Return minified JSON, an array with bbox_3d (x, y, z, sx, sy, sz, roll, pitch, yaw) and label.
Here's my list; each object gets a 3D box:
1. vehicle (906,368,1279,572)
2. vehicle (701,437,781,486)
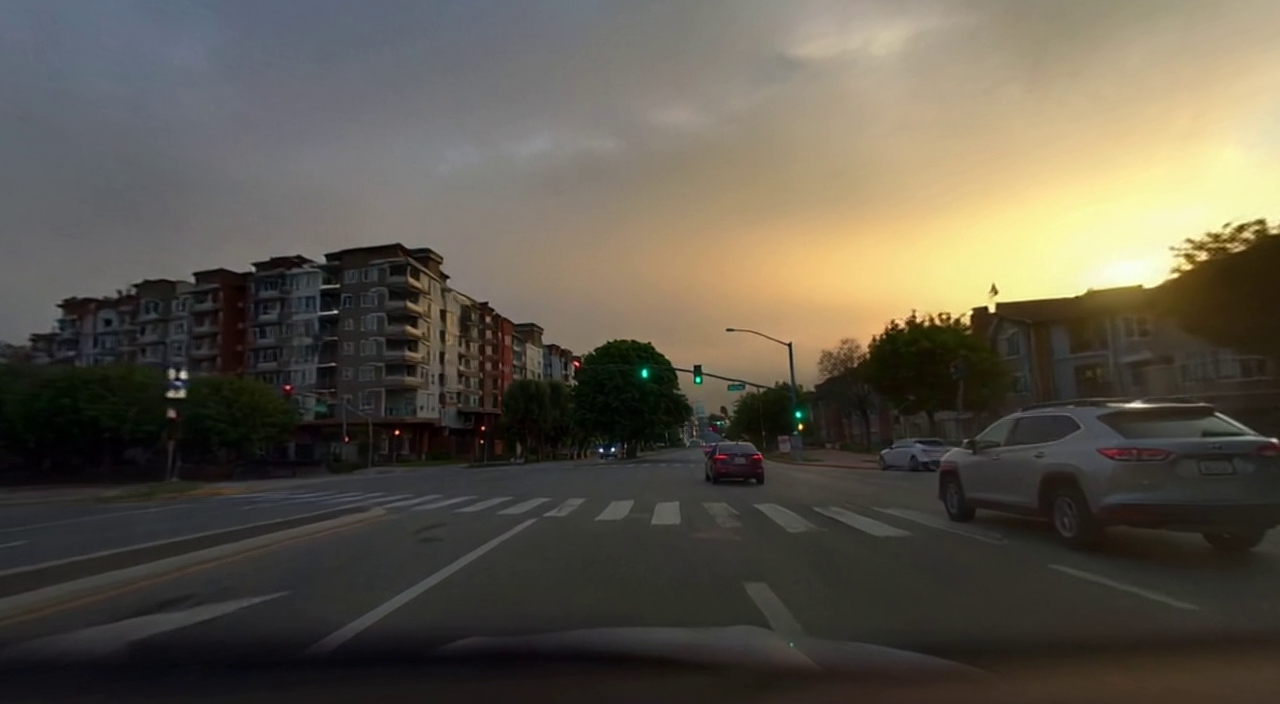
[{"bbox_3d":[6.331,1.591,9.173,2.427,2.017,5.763,0,-9,0],"label":"vehicle"},{"bbox_3d":[3.294,3.677,21.485,2.003,1.480,4.494,0,-9,0],"label":"vehicle"}]
